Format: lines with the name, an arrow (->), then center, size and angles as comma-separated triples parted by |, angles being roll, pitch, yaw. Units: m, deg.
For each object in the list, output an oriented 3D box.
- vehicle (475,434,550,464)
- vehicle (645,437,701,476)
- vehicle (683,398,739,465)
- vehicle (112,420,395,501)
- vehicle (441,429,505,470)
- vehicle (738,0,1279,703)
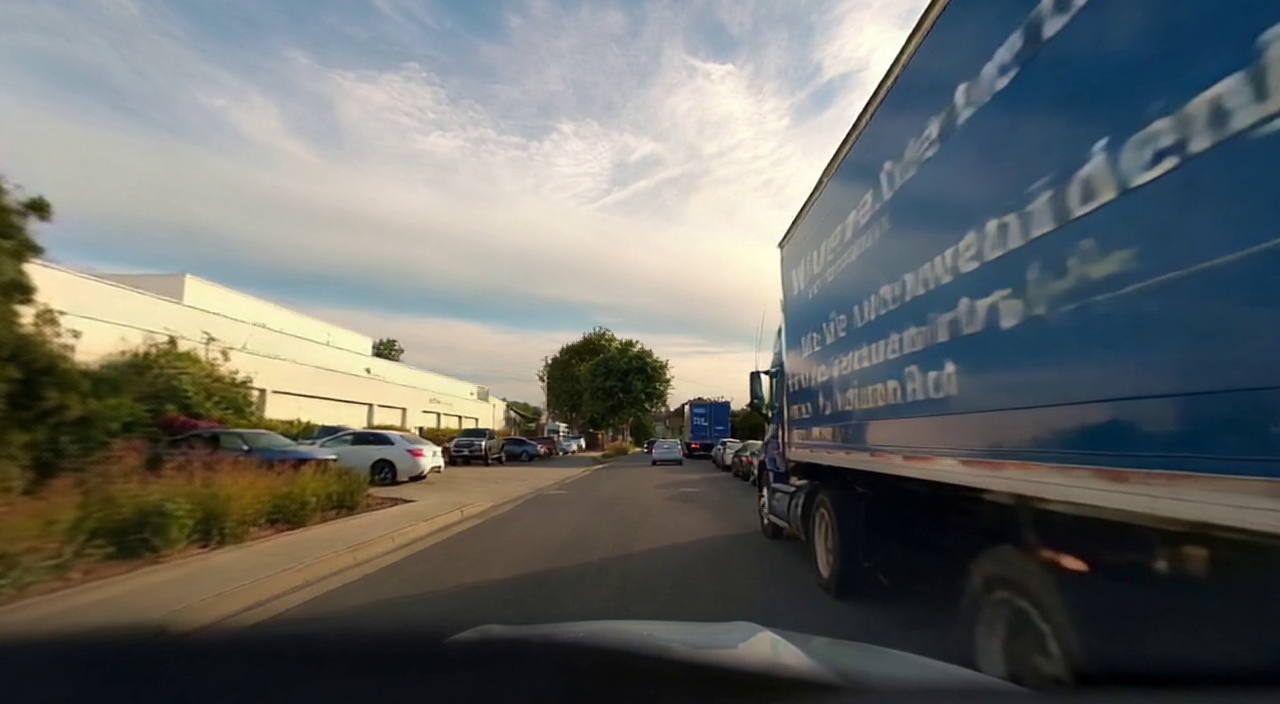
vehicle -> -6.695, 5.118, 33.313 | 3.569, 1.520, 1.797 | 0, -8, 0
vehicle -> 1.361, 4.312, 26.376 | 2.160, 1.498, 3.909 | 0, -8, 2
vehicle -> 4.890, 5.909, 46.185 | 2.865, 4.113, 14.471 | 0, -8, 2
vehicle -> -7.694, 2.184, 12.889 | 4.555, 1.517, 1.858 | 0, -8, 2
vehicle -> -7.677, 4.510, 29.398 | 1.996, 1.719, 4.382 | 2, -8, -4
vehicle -> 3.038, 0.251, 5.294 | 3.019, 3.659, 10.648 | 0, -8, 2
